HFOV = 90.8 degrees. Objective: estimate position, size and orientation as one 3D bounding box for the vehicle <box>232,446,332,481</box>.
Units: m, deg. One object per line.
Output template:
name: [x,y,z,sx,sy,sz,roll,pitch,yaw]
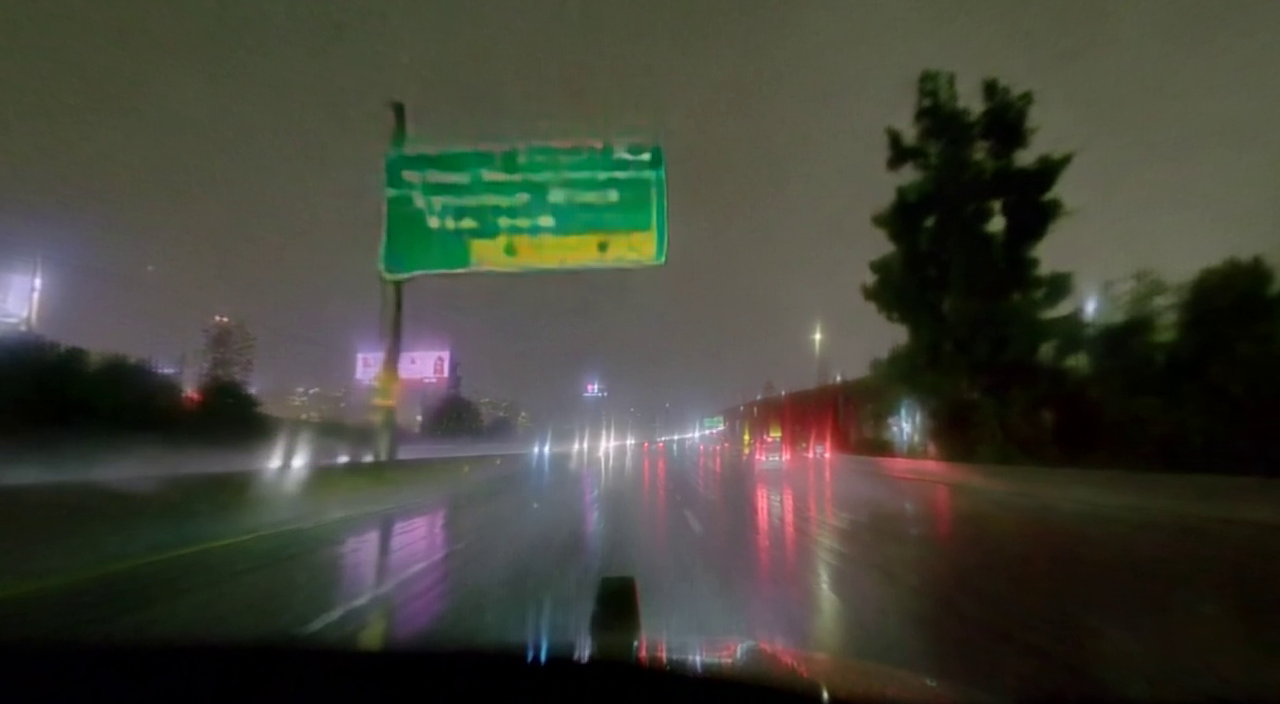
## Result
vehicle: [-15.827,4.928,28.217,1.807,1.418,4.486,0,-9,0]
